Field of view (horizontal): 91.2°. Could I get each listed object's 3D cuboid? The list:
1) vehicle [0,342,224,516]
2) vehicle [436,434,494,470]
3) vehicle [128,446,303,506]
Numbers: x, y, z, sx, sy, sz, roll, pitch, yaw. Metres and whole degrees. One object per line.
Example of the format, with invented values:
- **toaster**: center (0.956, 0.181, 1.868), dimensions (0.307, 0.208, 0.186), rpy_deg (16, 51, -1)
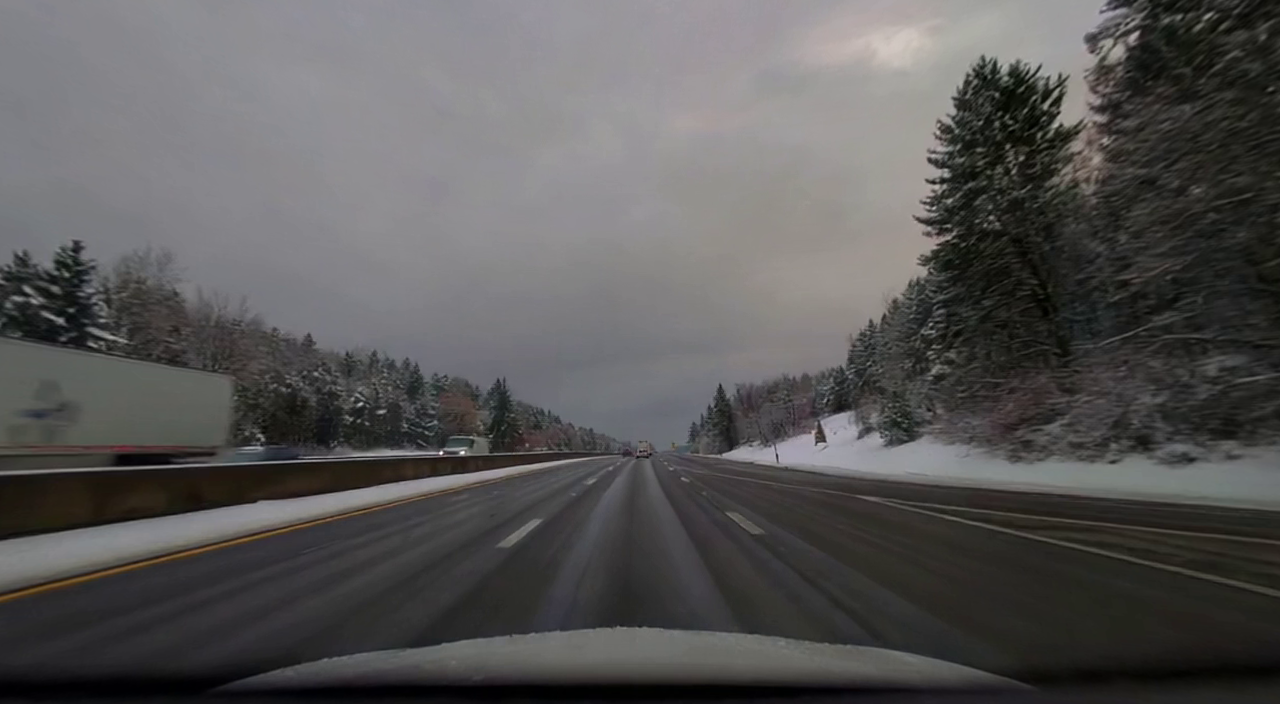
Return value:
- **vehicle**: center (-16.929, 1.721, 14.129), dimensions (3.358, 4.099, 17.383), rpy_deg (0, -9, 0)
- **vehicle**: center (-11.905, 6.840, 43.080), dimensions (2.347, 2.274, 5.425), rpy_deg (-1, -9, 1)
- **vehicle**: center (-12.426, 3.625, 18.833), dimensions (1.942, 1.554, 4.696), rpy_deg (0, -9, 0)
